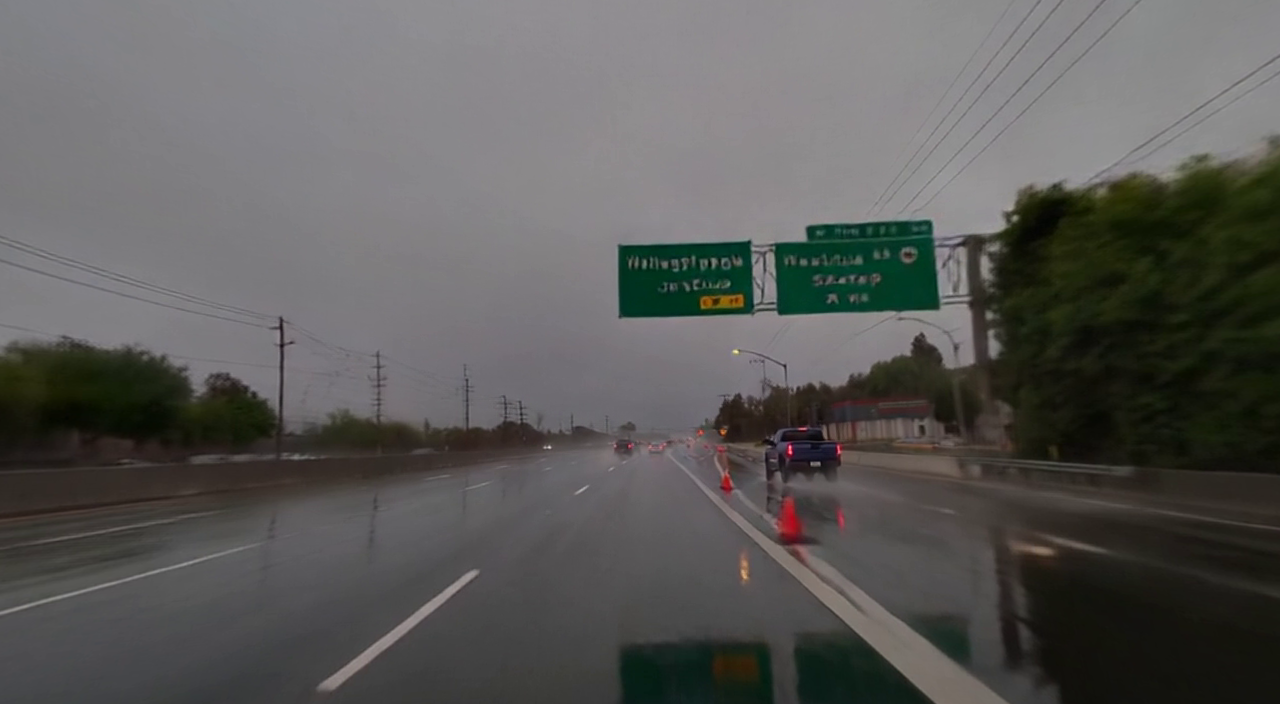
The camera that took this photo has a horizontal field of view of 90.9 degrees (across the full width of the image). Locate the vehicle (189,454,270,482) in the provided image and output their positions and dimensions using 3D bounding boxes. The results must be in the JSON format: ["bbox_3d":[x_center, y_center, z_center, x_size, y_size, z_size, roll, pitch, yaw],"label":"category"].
[{"bbox_3d":[-24.503,6.926,37.826,1.779,1.476,4.507,0,-8,1],"label":"vehicle"}]

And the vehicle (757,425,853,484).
[{"bbox_3d":[5.669,3.609,22.526,2.186,1.840,5.289,0,-8,2],"label":"vehicle"}]
